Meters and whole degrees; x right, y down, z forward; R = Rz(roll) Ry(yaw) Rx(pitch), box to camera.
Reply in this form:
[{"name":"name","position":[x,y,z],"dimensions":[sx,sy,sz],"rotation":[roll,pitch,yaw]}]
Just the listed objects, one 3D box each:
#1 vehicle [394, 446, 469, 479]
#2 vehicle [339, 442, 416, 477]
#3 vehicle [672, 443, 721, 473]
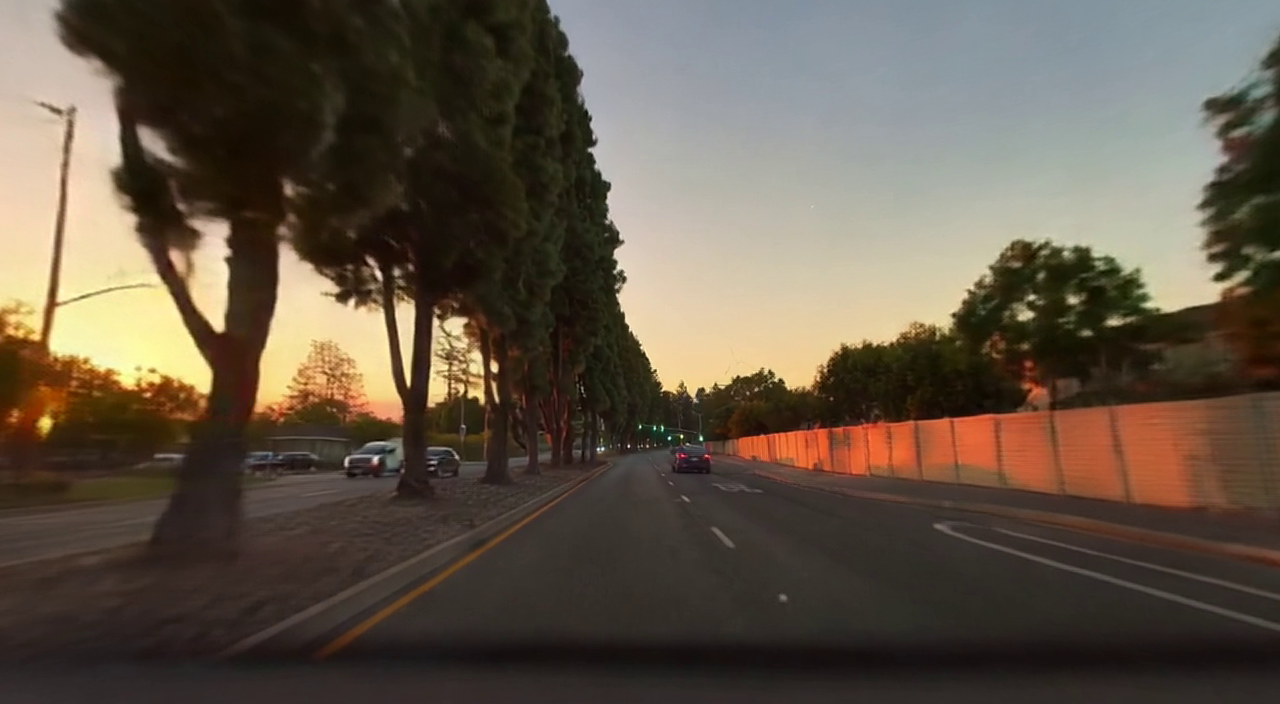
[{"name":"vehicle","position":[-9.447,5.027,28.922],"dimensions":[1.833,1.420,4.327],"rotation":[0,-9,2]},{"name":"vehicle","position":[-13.399,5.517,32.487],"dimensions":[2.036,1.645,4.468],"rotation":[0,-9,0]},{"name":"vehicle","position":[2.885,5.525,33.043],"dimensions":[2.105,1.490,4.008],"rotation":[0,-9,-2]}]
